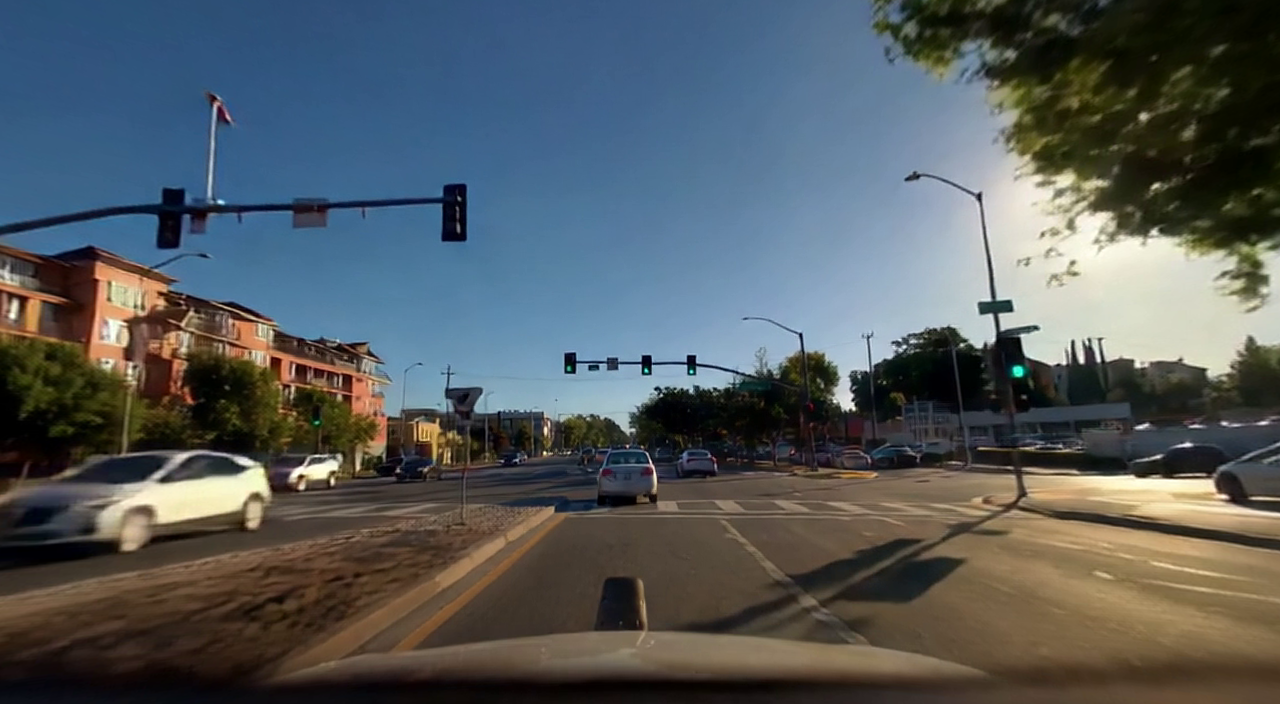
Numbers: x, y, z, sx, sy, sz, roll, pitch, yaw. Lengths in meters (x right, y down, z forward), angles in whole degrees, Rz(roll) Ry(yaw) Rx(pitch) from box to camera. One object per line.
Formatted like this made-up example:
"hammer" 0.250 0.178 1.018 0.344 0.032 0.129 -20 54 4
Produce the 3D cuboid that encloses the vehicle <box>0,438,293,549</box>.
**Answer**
"vehicle" -8.507 2.377 11.287 1.966 1.571 4.479 0 -9 0

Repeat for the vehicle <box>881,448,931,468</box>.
"vehicle" 19.936 7.922 47.065 1.932 1.430 4.203 -8 -12 43

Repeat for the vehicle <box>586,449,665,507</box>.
"vehicle" -0.382 3.512 18.067 2.010 1.447 4.121 0 -9 -1

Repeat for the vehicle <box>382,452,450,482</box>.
"vehicle" -12.054 6.213 34.230 1.963 1.504 4.640 0 -9 0

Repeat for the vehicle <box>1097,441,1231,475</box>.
"vehicle" 26.007 5.285 31.388 4.665 1.612 1.937 -1 -9 8

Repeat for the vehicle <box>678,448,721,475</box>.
"vehicle" 3.437 6.378 36.866 2.023 1.506 3.816 0 -9 -2

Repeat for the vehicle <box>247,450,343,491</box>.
"vehicle" -15.840 5.441 29.190 1.922 1.717 4.366 0 -9 0
